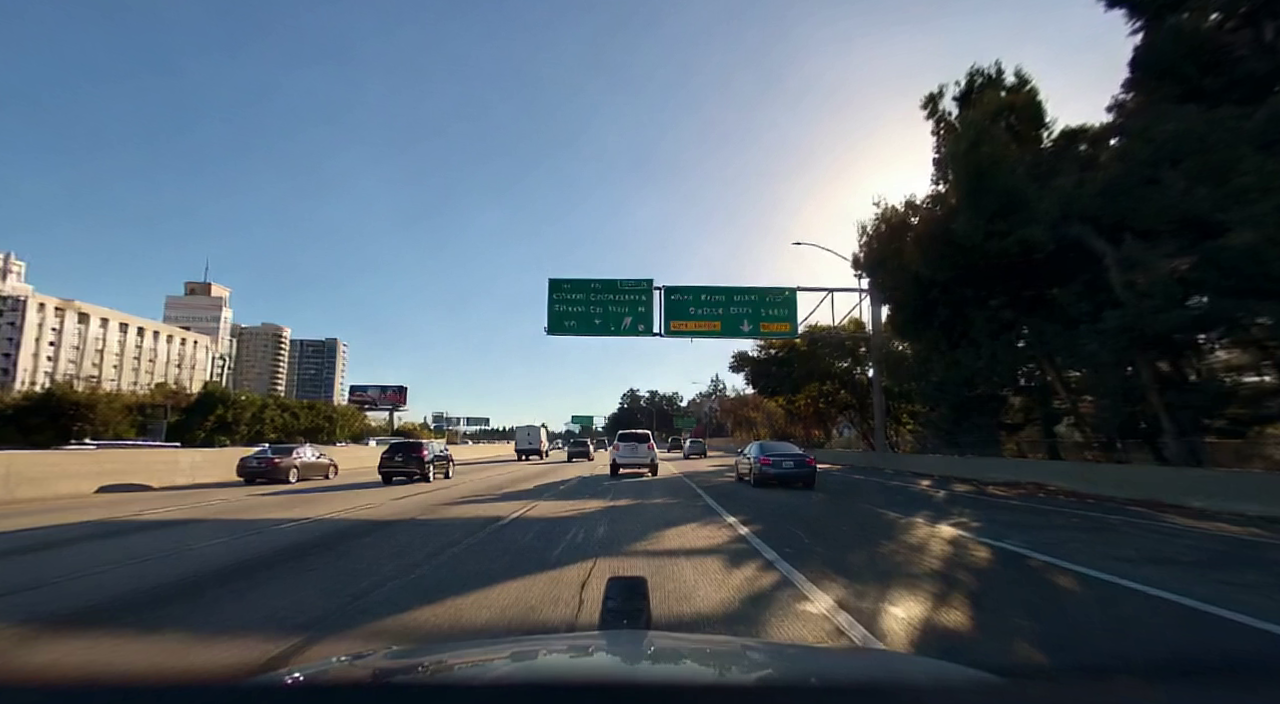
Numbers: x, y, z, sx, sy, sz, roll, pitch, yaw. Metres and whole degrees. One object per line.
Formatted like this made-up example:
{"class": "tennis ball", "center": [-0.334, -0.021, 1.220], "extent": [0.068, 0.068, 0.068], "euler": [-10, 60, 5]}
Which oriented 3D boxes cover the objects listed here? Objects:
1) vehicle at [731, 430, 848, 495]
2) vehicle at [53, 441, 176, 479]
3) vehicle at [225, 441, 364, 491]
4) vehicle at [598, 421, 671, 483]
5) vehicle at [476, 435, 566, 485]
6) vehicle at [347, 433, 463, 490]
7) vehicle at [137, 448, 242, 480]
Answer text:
{"class": "vehicle", "center": [3.798, 2.896, 16.906], "extent": [1.942, 1.487, 4.518], "euler": [0, -8, -1]}
{"class": "vehicle", "center": [-25.754, 5.289, 31.187], "extent": [1.906, 1.732, 4.846], "euler": [0, -8, 0]}
{"class": "vehicle", "center": [-11.245, 3.712, 20.962], "extent": [1.970, 1.441, 4.555], "euler": [0, -8, 1]}
{"class": "vehicle", "center": [-0.177, 3.360, 21.351], "extent": [2.209, 1.863, 4.626], "euler": [0, -8, 0]}
{"class": "vehicle", "center": [-3.873, 3.613, 21.391], "extent": [2.079, 1.499, 4.512], "euler": [0, -8, 1]}
{"class": "vehicle", "center": [-7.406, 3.484, 20.443], "extent": [2.021, 1.632, 4.417], "euler": [0, -8, 1]}
{"class": "vehicle", "center": [-21.895, 5.430, 30.902], "extent": [1.867, 1.443, 4.468], "euler": [0, -8, 0]}
